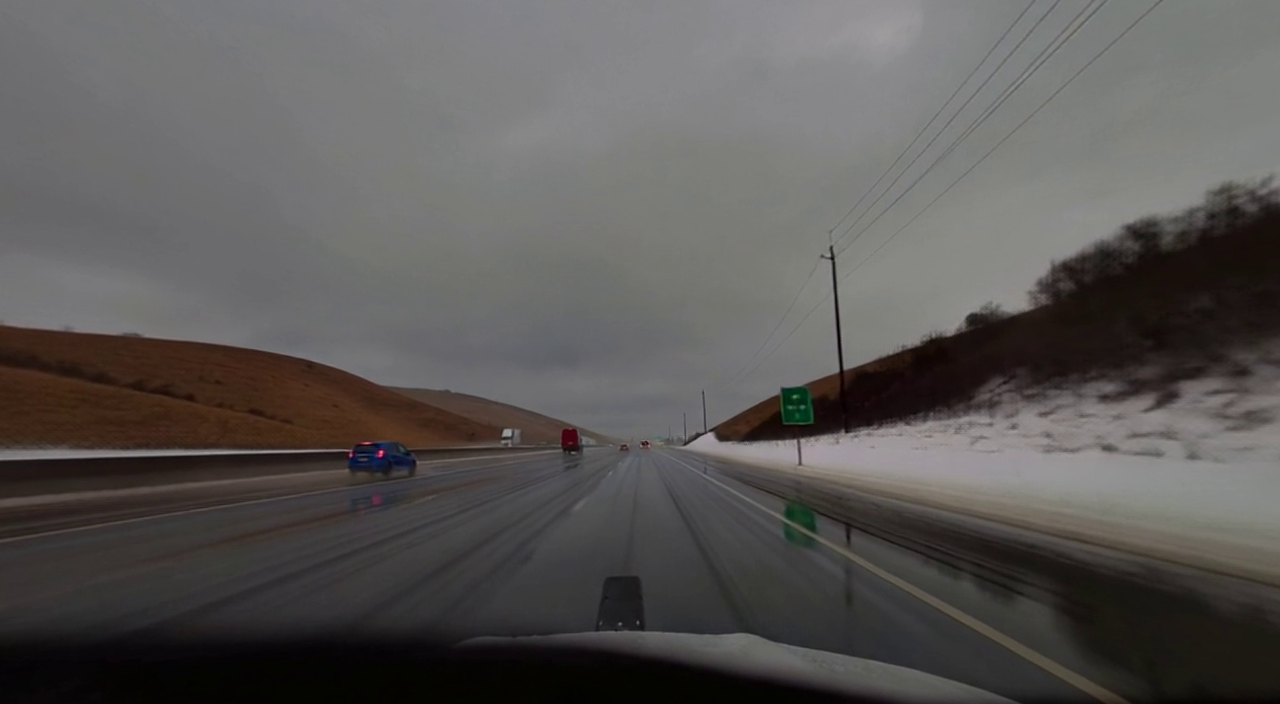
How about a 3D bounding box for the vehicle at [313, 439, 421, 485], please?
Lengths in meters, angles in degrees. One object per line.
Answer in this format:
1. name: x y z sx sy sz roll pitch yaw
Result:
1. vehicle: -10.378 4.200 24.439 1.971 1.558 4.847 0 -8 0
